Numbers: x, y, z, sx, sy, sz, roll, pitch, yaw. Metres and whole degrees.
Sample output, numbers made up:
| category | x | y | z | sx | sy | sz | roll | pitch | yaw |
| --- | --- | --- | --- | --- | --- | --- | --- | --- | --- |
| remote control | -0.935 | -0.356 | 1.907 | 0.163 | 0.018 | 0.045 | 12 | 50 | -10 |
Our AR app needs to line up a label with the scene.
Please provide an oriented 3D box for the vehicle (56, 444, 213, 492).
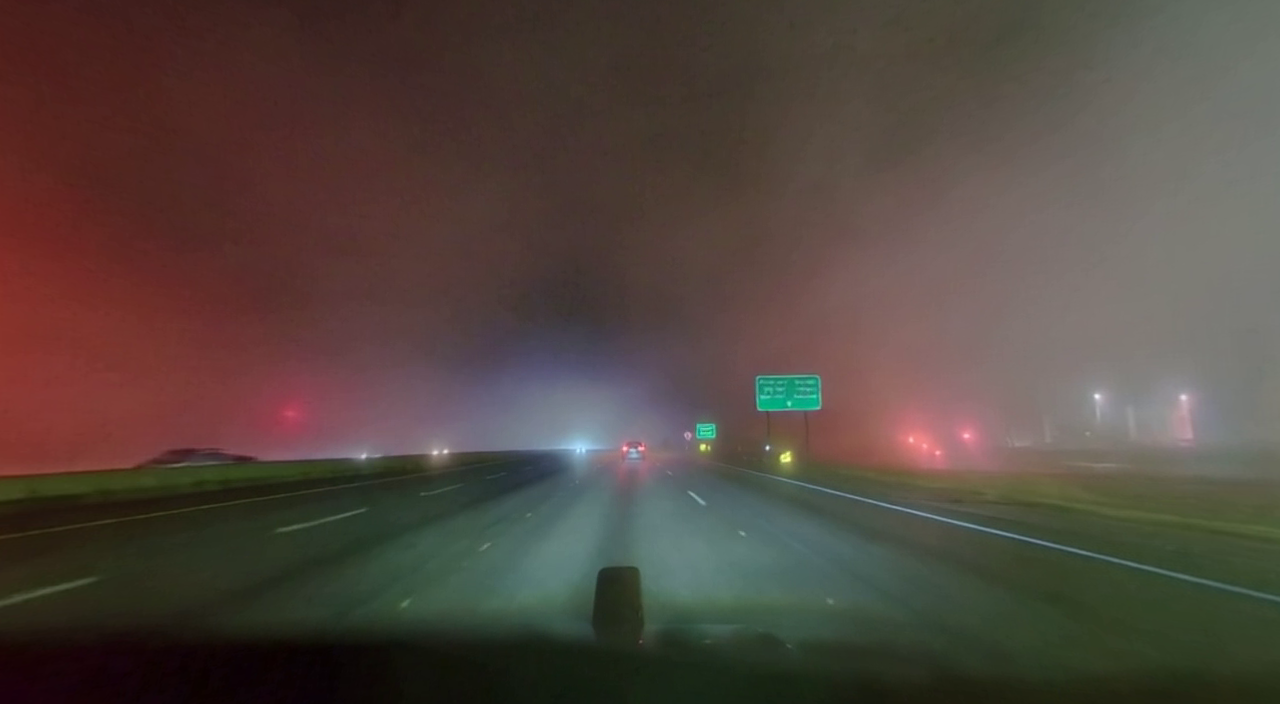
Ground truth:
| category | x | y | z | sx | sy | sz | roll | pitch | yaw |
| --- | --- | --- | --- | --- | --- | --- | --- | --- | --- |
| vehicle | -17.614 | 4.034 | 22.358 | 1.974 | 1.513 | 4.348 | 0 | -9 | -1 |

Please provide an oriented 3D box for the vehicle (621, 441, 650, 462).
| category | x | y | z | sx | sy | sz | roll | pitch | yaw |
| --- | --- | --- | --- | --- | --- | --- | --- | --- | --- |
| vehicle | -0.366 | 7.328 | 46.695 | 2.025 | 1.460 | 4.189 | 0 | -9 | -1 |
